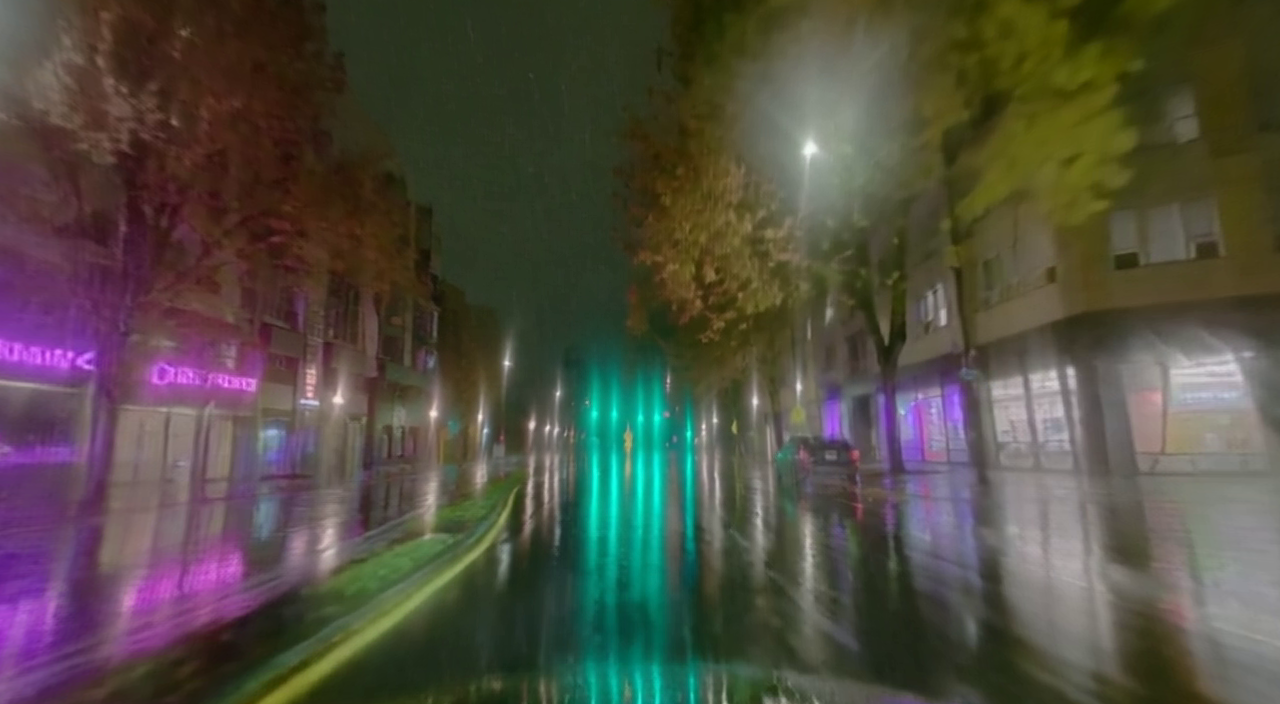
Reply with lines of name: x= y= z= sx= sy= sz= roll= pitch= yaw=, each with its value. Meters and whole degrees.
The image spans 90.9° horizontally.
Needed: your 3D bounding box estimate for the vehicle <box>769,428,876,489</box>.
vehicle: x=6.285 y=3.729 z=22.411 sx=2.112 sy=1.894 sz=4.910 roll=0 pitch=-8 yaw=-3
